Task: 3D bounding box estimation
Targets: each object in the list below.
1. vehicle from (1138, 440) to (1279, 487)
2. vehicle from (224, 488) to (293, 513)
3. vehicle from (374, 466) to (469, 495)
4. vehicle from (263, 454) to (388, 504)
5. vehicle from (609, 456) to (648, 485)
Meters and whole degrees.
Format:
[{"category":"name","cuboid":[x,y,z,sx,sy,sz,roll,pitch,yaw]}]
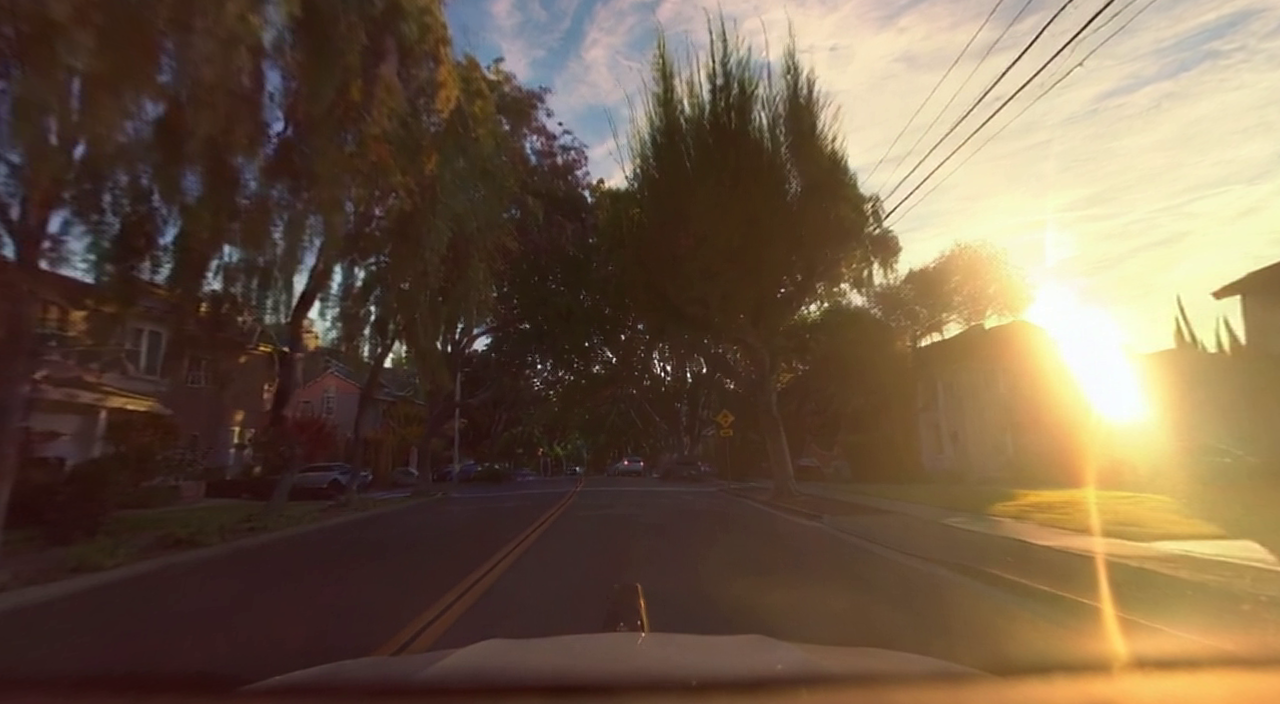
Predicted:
[{"category":"vehicle","cuboid":[23.586,4.551,26.000,4.330,1.767,1.946,-1,-9,15]},{"category":"vehicle","cuboid":[-25.837,10.081,42.859,3.733,1.480,1.672,-2,-9,10]},{"category":"vehicle","cuboid":[-12.513,7.368,36.302,4.676,1.484,2.068,-1,-9,12]},{"category":"vehicle","cuboid":[-17.153,6.890,34.628,5.586,2.532,2.444,-1,-9,8]},{"category":"vehicle","cuboid":[-0.701,6.644,35.540,2.022,1.481,4.050,1,-9,-3]}]
